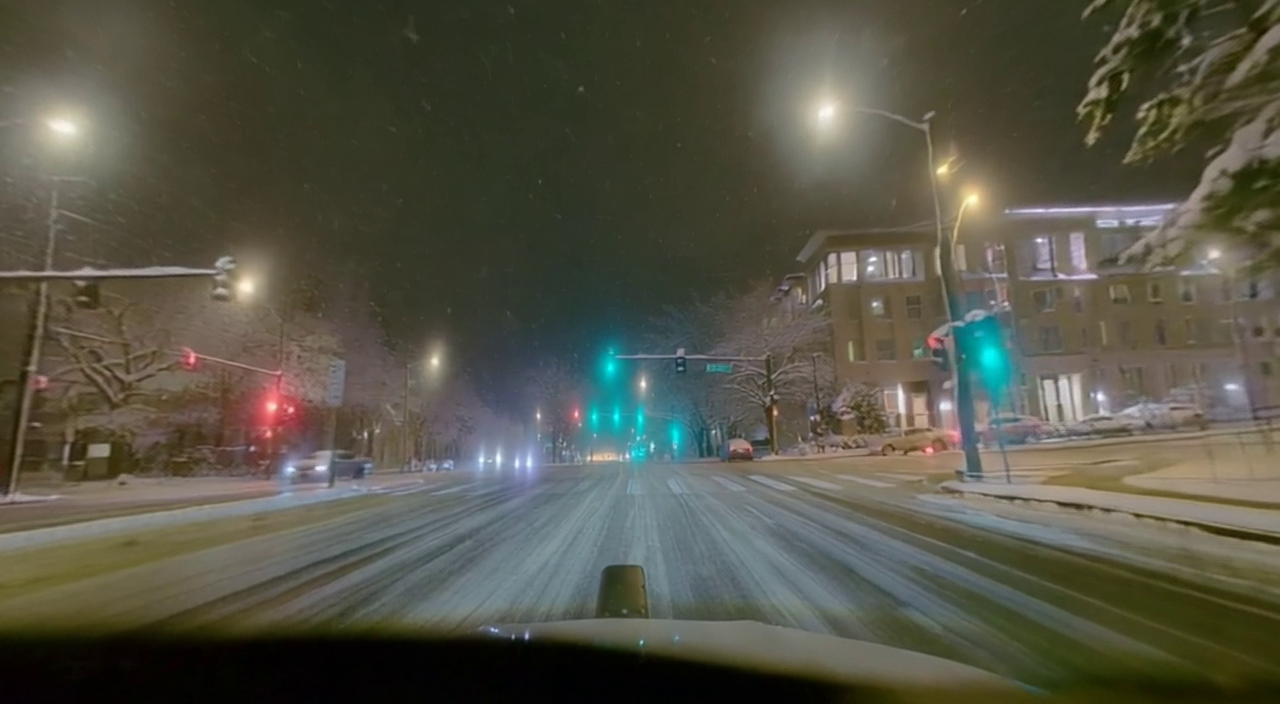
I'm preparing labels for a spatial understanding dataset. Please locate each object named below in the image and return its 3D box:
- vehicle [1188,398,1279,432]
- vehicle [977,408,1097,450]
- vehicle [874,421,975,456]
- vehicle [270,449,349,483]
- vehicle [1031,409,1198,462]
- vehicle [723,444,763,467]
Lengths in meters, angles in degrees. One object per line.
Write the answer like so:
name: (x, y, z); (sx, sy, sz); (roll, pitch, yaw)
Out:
vehicle: (31.334, 3.229, 32.393); (4.318, 1.476, 1.940); (-5, -8, 7)
vehicle: (20.853, 4.118, 33.314); (4.692, 1.610, 2.174); (-5, -15, 4)
vehicle: (15.236, 4.693, 33.973); (4.432, 1.523, 1.908); (-4, -11, 5)
vehicle: (-18.997, 6.513, 36.515); (2.027, 1.678, 4.654); (-3, -8, 1)
vehicle: (17.291, 3.047, 23.205); (4.329, 1.502, 2.122); (-4, -4, 6)
vehicle: (7.079, 7.167, 43.849); (1.919, 1.449, 4.561); (0, -8, -2)
